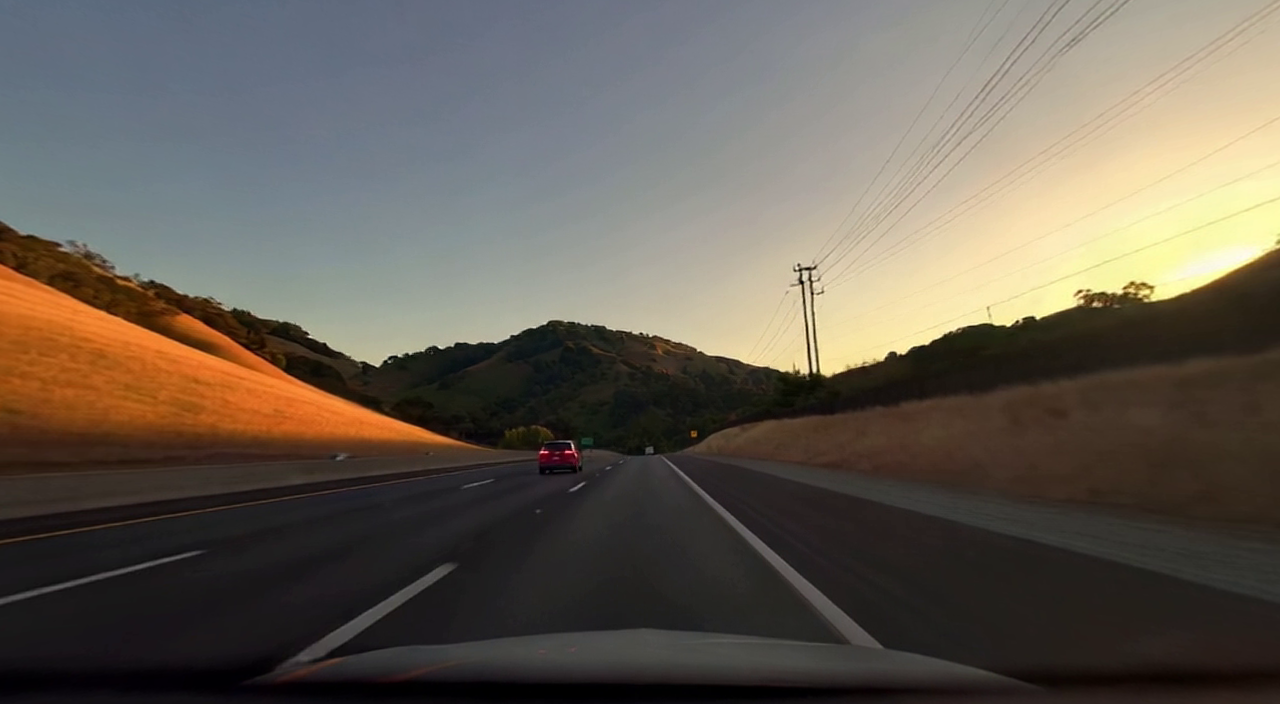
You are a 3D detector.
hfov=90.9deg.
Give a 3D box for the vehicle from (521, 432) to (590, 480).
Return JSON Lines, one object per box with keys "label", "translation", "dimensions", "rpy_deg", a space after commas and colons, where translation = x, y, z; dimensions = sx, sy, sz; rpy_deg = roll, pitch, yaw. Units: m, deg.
{"label": "vehicle", "translation": [-3.450, 4.350, 26.644], "dimensions": [2.136, 1.845, 4.515], "rpy_deg": [-1, -8, 2]}
